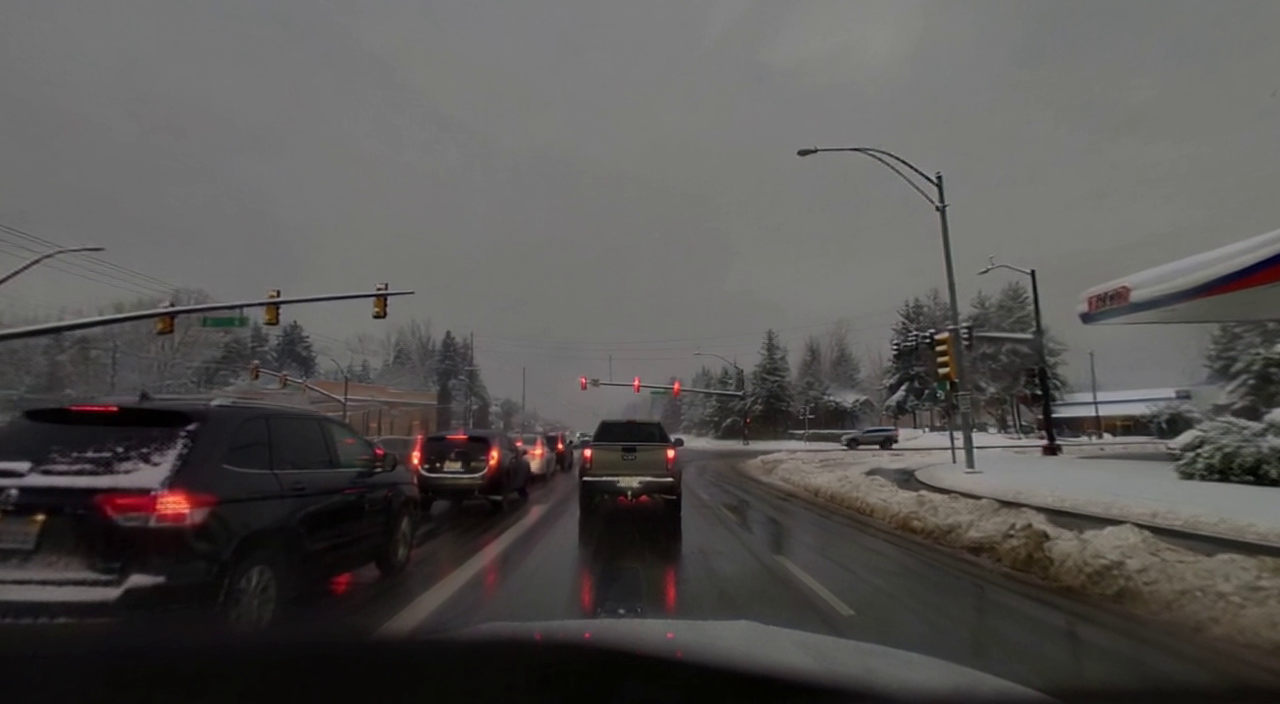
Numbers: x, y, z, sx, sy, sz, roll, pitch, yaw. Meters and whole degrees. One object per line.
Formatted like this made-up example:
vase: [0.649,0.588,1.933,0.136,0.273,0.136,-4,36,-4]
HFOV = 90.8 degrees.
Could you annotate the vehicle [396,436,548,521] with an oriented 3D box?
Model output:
vehicle: [-3.139,2.453,12.767,1.881,1.424,4.098,0,-9,1]

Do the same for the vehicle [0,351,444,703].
vehicle: [-3.309,1.163,5.001,2.096,1.718,4.266,0,-8,0]

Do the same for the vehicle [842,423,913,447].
vehicle: [17.850,6.290,47.514,4.548,1.730,2.013,1,-9,-10]

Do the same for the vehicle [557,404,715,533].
vehicle: [-0.078,2.024,11.522,2.224,1.819,5.005,0,-9,-1]
